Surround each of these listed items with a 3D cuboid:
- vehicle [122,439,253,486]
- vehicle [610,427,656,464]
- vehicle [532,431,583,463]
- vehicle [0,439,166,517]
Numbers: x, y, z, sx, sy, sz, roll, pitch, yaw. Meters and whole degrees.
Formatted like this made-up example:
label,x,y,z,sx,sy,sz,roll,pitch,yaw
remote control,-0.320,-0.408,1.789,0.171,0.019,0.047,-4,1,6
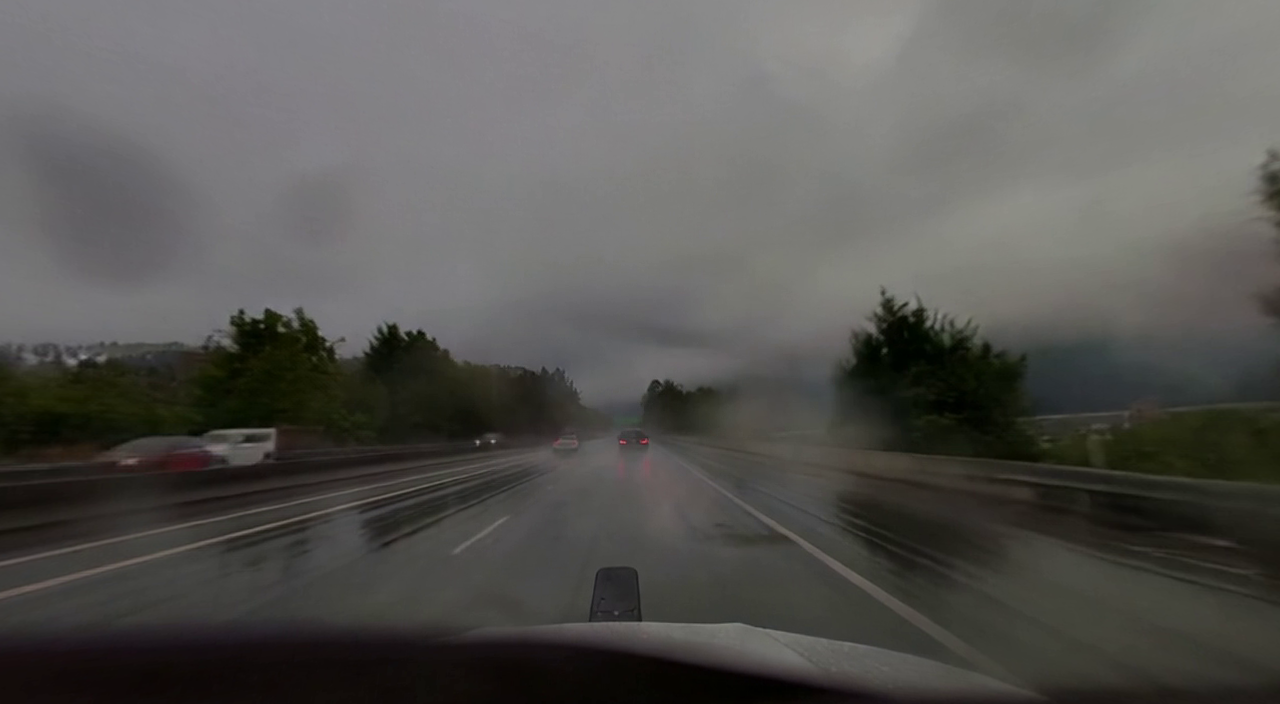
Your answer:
label,x,y,z,sx,sy,sz,roll,pitch,yaw
vehicle,-13.116,3.179,18.468,1.647,1.235,2.839,0,-8,2
vehicle,-0.332,4.561,30.878,2.134,1.654,4.174,0,-8,0
vehicle,-4.151,4.854,32.434,2.030,1.491,4.046,0,-8,1
vehicle,-13.046,2.655,13.890,1.888,1.432,4.235,0,-8,-1
